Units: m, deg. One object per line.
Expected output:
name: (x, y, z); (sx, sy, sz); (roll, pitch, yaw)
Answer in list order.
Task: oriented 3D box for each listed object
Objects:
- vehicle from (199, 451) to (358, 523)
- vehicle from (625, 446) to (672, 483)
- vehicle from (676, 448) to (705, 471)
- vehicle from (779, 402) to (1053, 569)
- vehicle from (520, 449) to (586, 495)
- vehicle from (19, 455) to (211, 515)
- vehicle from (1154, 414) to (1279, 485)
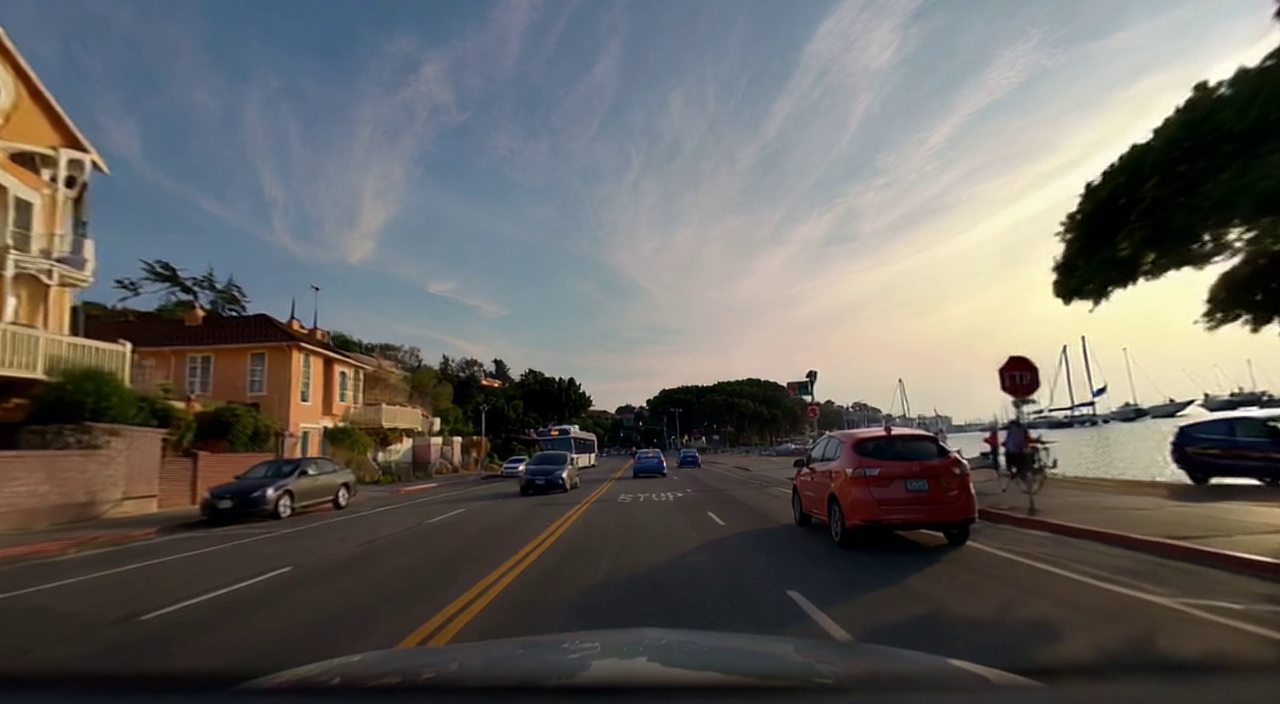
vehicle: (-10.755, 3.983, 19.281); (2.107, 1.868, 4.690); (0, -9, -1)
vehicle: (0.375, 5.440, 30.713); (2.132, 1.632, 3.838); (0, -9, 0)
vehicle: (3.874, 8.325, 48.988); (1.876, 1.626, 3.851); (0, -9, -1)
vehicle: (3.508, 1.800, 9.159); (2.000, 1.809, 4.405); (-1, -9, 1)
vehicle: (-3.218, 4.512, 24.083); (1.893, 1.583, 4.107); (-1, -9, 1)
vehicle: (-17.445, 4.414, 21.178); (4.371, 1.813, 2.086); (1, -9, -6)
vehicle: (15.124, 2.230, 14.749); (1.967, 1.526, 5.016); (-4, -9, 1)
